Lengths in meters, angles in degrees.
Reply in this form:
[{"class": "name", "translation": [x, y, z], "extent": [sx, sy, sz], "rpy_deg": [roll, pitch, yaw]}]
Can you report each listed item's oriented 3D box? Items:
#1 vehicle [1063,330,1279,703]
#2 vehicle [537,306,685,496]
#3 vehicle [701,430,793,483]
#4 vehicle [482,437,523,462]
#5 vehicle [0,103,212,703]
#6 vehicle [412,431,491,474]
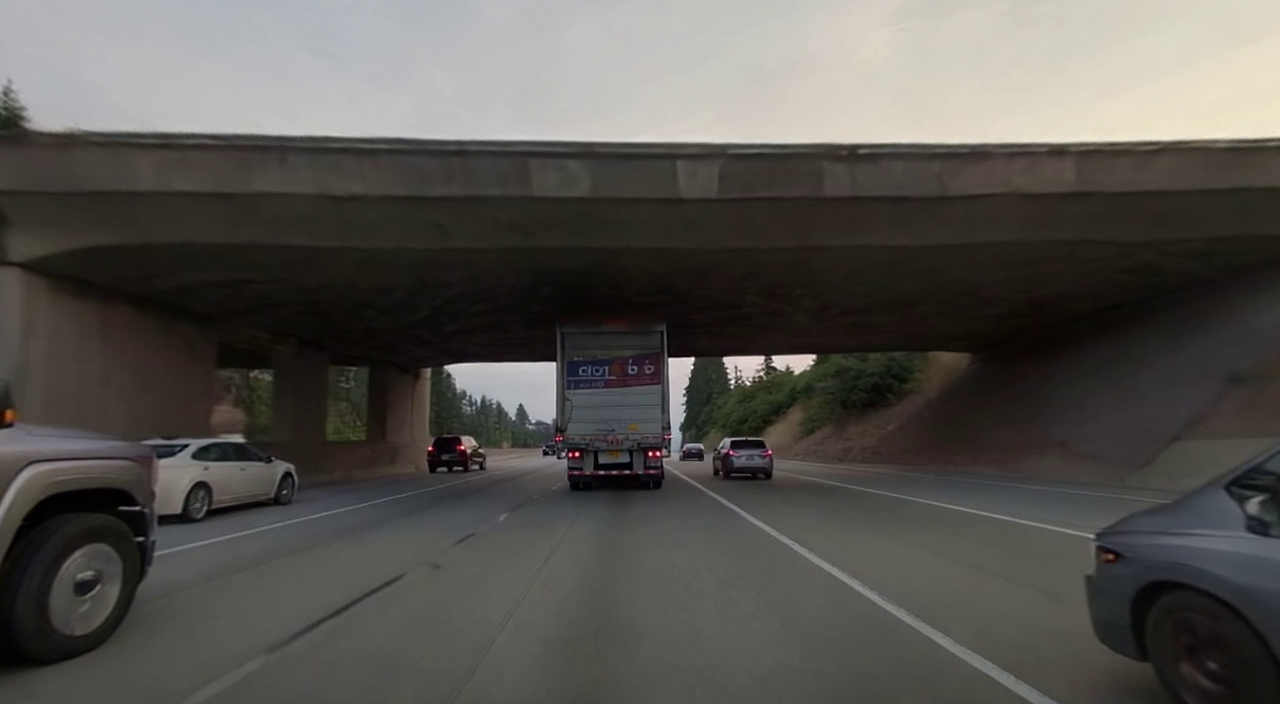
[{"class": "vehicle", "translation": [3.688, 0.602, 1.545], "extent": [2.118, 1.647, 4.400], "rpy_deg": [0, -8, -2]}, {"class": "vehicle", "translation": [-0.837, 1.622, 17.527], "extent": [2.911, 3.787, 9.905], "rpy_deg": [0, -8, -3]}, {"class": "vehicle", "translation": [3.363, 3.357, 20.673], "extent": [2.003, 1.519, 4.580], "rpy_deg": [0, -8, -3]}, {"class": "vehicle", "translation": [-8.865, 6.309, 40.857], "extent": [1.845, 1.488, 3.656], "rpy_deg": [0, -8, 0]}, {"class": "vehicle", "translation": [-3.714, 0.142, 0.648], "extent": [2.660, 2.637, 5.634], "rpy_deg": [0, -8, -2]}, {"class": "vehicle", "translation": [-8.051, 4.332, 27.373], "extent": [2.057, 1.698, 4.550], "rpy_deg": [0, -8, -1]}]
